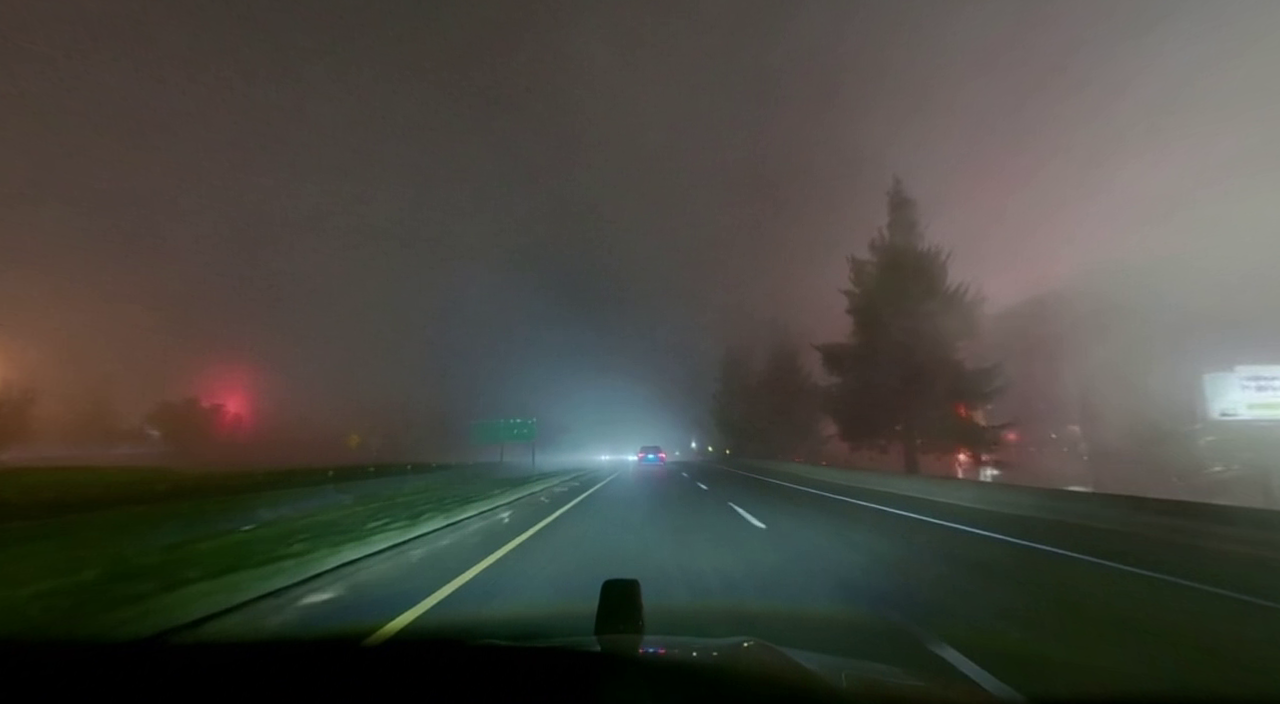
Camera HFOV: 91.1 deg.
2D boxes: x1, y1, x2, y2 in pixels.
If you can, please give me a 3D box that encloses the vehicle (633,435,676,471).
[{"bbox_3d":[0.983,6.484,40.476,2.546,2.126,5.153,0,-8,3],"label":"vehicle"}]
